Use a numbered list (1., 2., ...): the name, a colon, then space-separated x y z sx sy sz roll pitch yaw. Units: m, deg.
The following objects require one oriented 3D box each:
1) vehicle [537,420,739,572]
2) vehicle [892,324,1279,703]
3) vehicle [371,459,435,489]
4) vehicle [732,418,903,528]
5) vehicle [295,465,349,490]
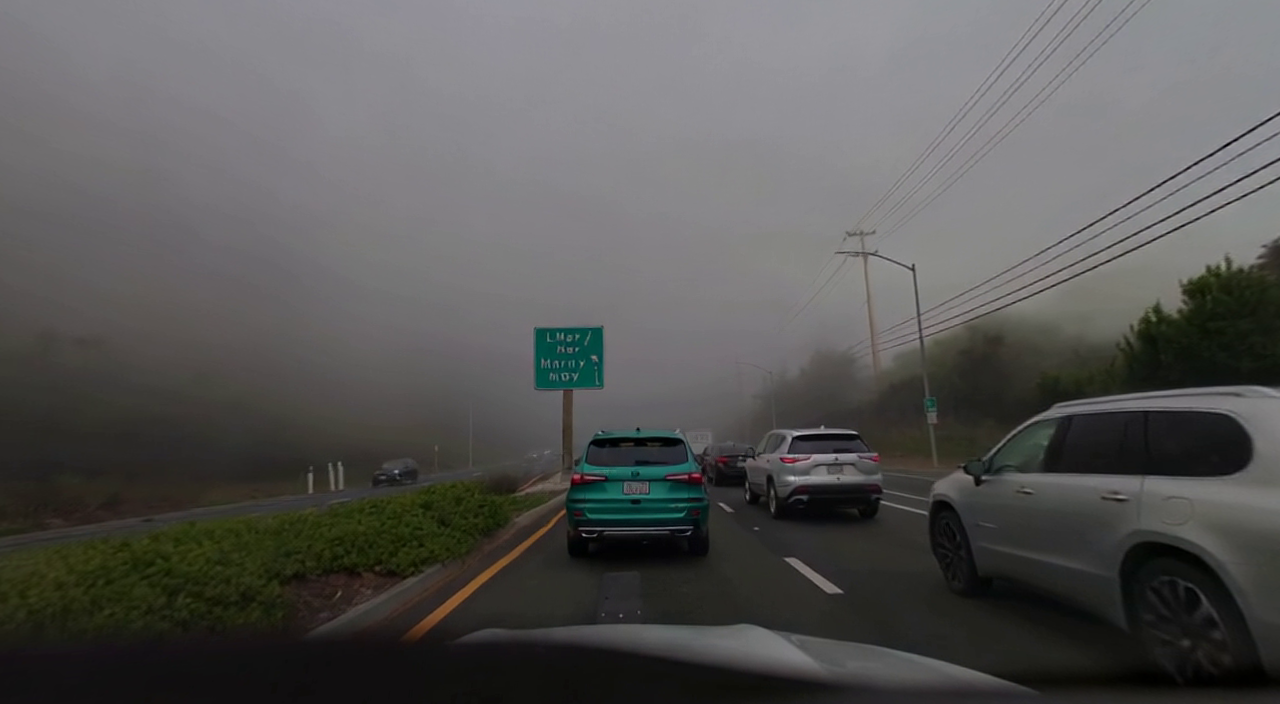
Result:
1. vehicle: -0.055 1.887 9.090 2.199 1.641 4.232 0 -8 -1
2. vehicle: 3.523 0.986 4.069 2.001 1.707 4.250 0 -8 0
3. vehicle: -13.540 7.001 36.476 1.960 1.491 4.700 0 -8 -1
4. vehicle: 3.323 2.373 12.969 2.097 1.818 4.625 0 -8 -1
5. vehicle: -22.829 9.028 45.524 1.847 1.554 3.926 0 -8 -1
